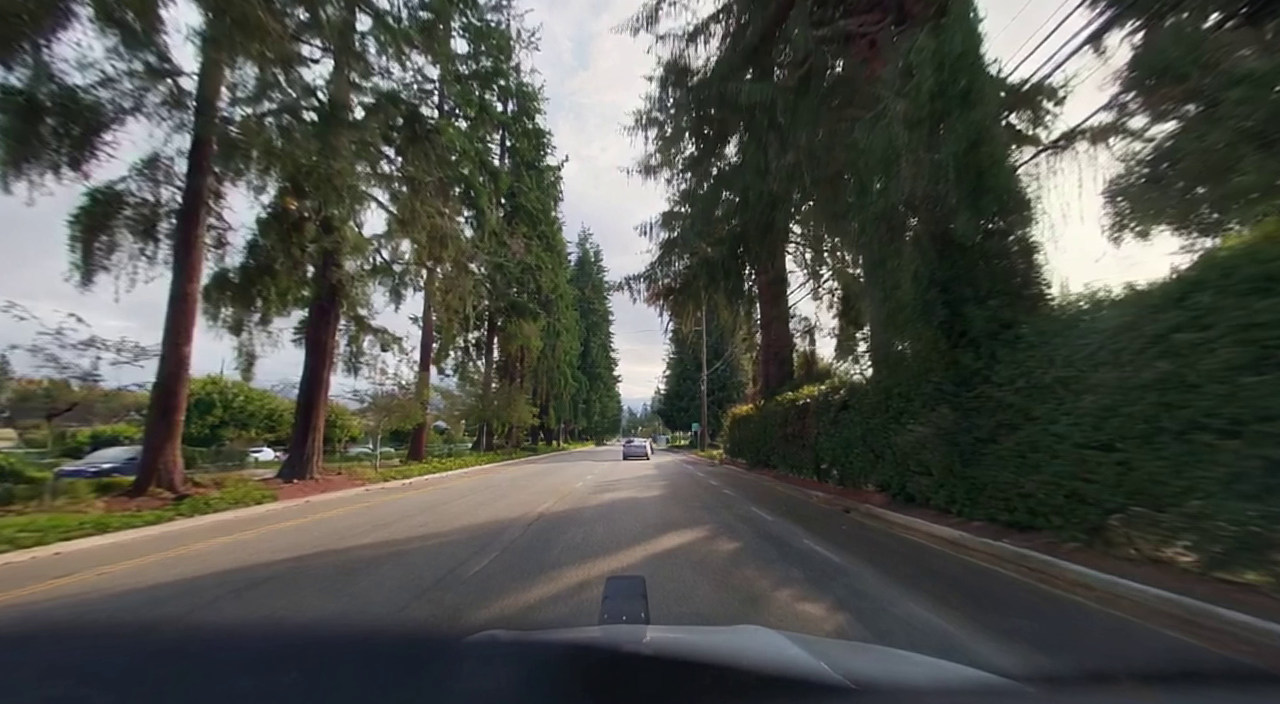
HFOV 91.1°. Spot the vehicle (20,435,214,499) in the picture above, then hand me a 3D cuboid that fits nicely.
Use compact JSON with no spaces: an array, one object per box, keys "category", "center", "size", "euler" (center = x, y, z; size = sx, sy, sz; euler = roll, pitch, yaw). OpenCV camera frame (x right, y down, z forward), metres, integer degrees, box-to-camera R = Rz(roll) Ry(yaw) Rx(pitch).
[{"category":"vehicle","center":[-15.896,3.493,19.493],"size":[2.163,1.738,4.393],"euler":[0,-8,0]}]

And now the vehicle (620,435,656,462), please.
[{"category":"vehicle","center":[-0.124,5.569,36.372],"size":[1.991,1.463,3.988],"euler":[0,-8,0]}]
